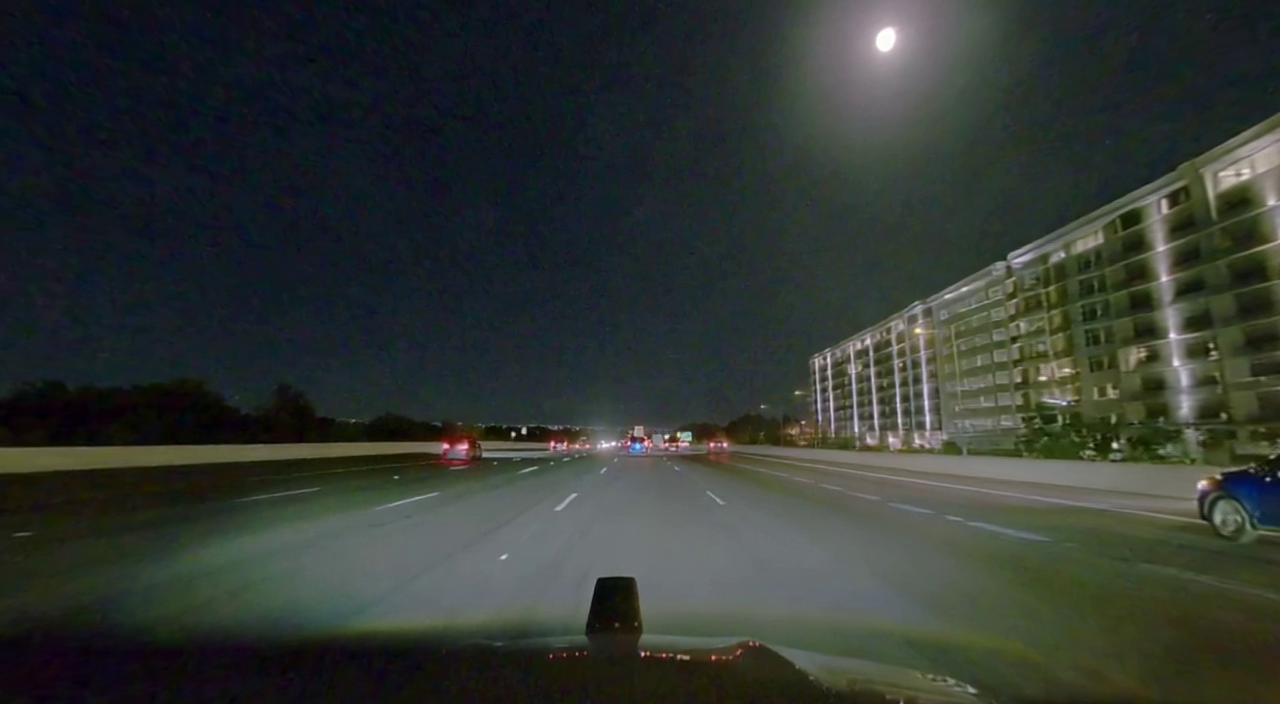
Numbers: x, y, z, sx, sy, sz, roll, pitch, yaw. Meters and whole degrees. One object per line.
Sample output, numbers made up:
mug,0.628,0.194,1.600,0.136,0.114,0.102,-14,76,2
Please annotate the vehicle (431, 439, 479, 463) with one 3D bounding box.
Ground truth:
vehicle,-12.597,6.754,43.093,1.901,1.488,4.435,0,-8,1

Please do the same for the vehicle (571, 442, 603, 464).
vehicle,-3.552,6.781,42.423,1.825,1.347,3.773,0,-8,0

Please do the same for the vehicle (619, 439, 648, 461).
vehicle,-0.432,7.117,45.877,2.036,1.542,3.891,0,-8,0
